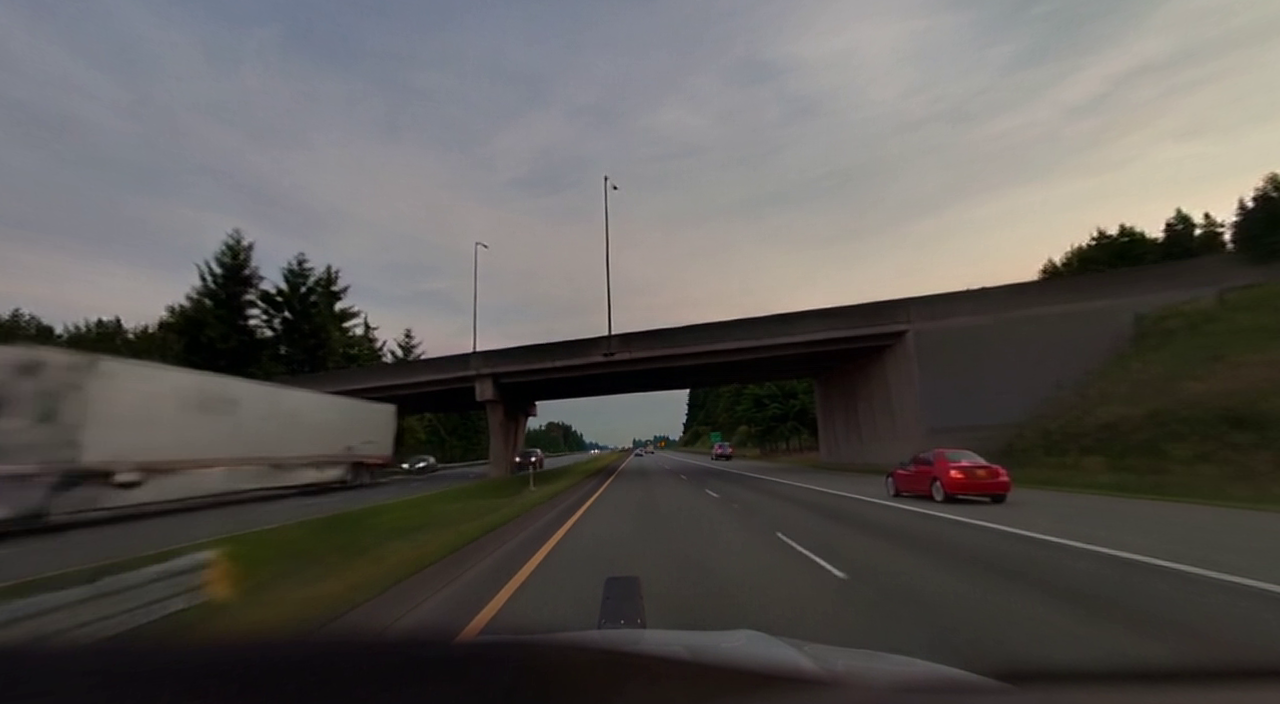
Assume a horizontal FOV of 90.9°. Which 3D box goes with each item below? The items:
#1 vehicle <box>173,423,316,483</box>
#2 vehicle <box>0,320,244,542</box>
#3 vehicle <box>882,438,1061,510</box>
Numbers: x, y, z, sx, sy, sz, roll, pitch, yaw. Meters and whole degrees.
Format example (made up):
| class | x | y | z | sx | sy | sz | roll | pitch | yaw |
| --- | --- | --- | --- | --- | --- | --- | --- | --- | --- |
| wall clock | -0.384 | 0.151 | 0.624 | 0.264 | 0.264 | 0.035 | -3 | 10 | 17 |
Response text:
| class | x | y | z | sx | sy | sz | roll | pitch | yaw |
| --- | --- | --- | --- | --- | --- | --- | --- | --- | --- |
| vehicle | -12.658 | 3.326 | 20.580 | 1.822 | 1.677 | 4.314 | -2 | -10 | 1 |
| vehicle | -12.672 | 1.881 | 14.117 | 2.948 | 3.836 | 6.895 | 0 | -9 | 0 |
| vehicle | 7.710 | 2.869 | 15.234 | 1.987 | 1.473 | 4.244 | 0 | -9 | 0 |
